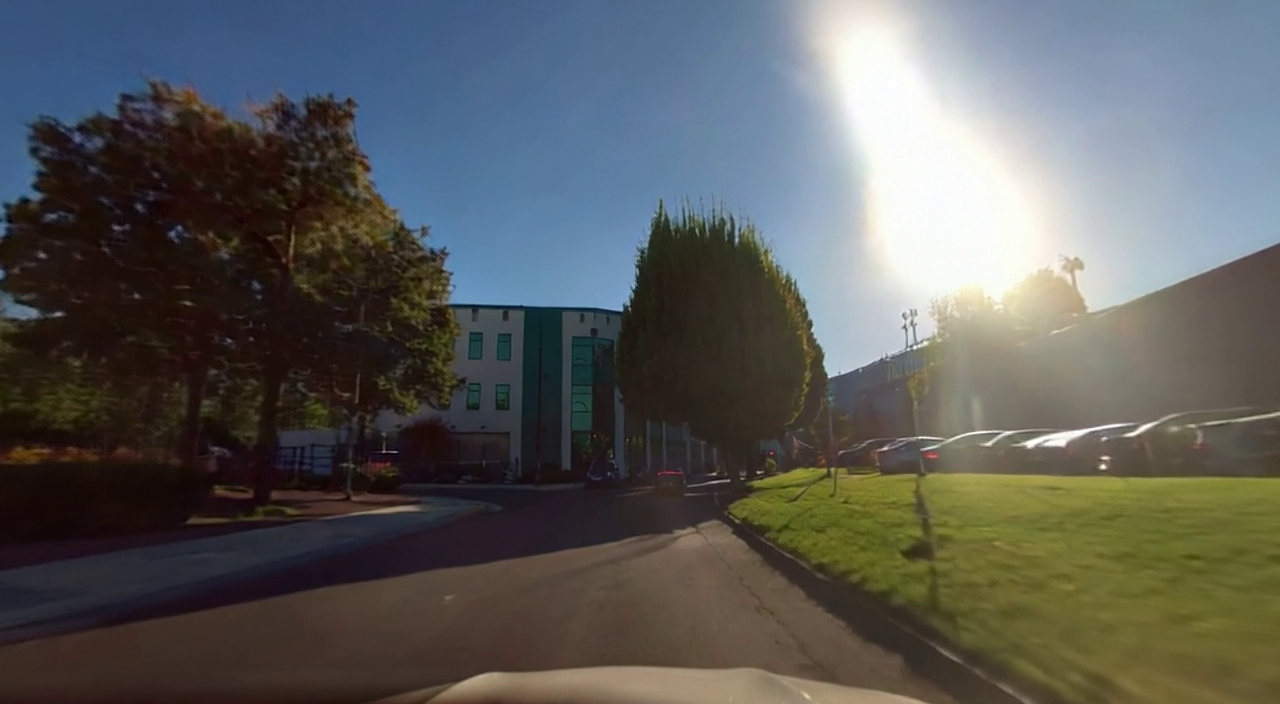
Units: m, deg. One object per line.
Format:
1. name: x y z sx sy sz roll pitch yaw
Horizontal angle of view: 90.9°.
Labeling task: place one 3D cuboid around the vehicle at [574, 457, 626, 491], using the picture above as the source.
1. vehicle: -2.240 7.060 36.674 2.022 1.776 4.625 -2 -10 9
